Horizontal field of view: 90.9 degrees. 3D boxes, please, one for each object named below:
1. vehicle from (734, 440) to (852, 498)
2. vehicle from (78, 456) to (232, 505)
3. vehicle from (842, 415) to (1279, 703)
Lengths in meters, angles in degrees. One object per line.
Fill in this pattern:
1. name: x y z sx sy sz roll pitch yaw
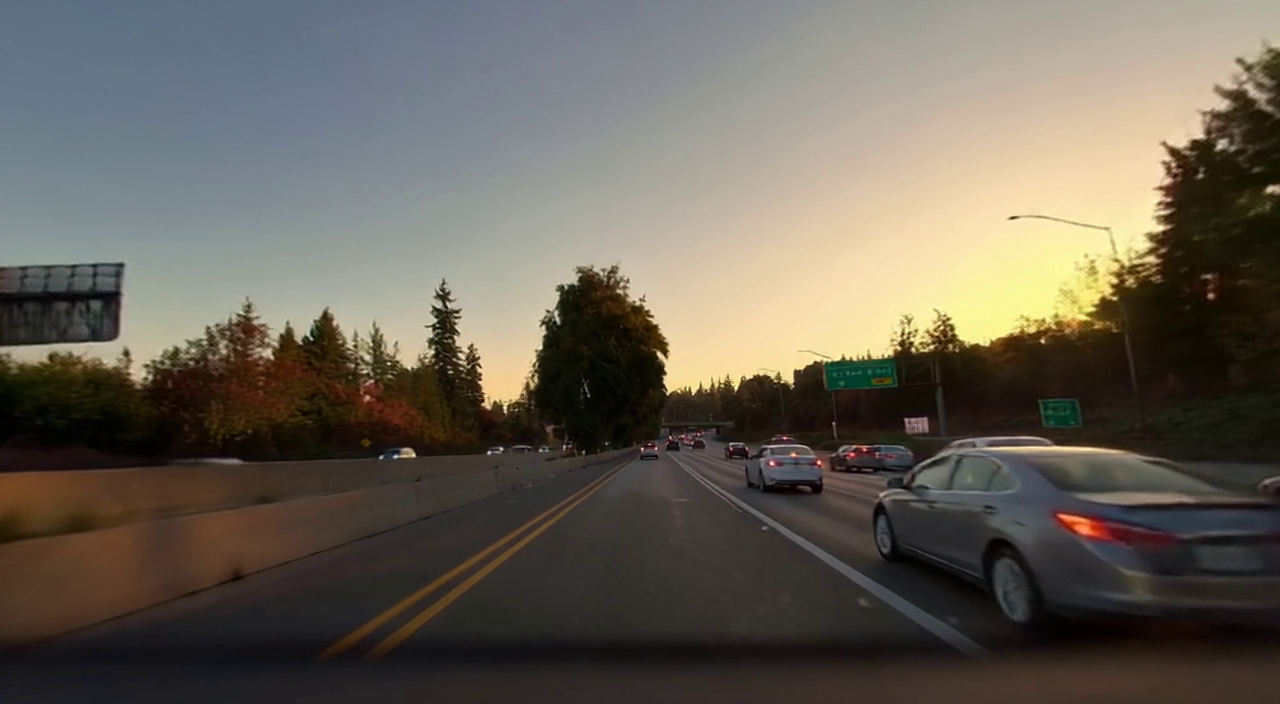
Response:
1. vehicle: 4.317 3.396 18.813 2.223 1.483 5.075 0 -8 0
2. vehicle: -16.715 4.412 22.075 1.839 1.442 4.392 0 -8 1
3. vehicle: 3.543 1.363 5.189 2.198 1.467 4.675 0 -8 0
